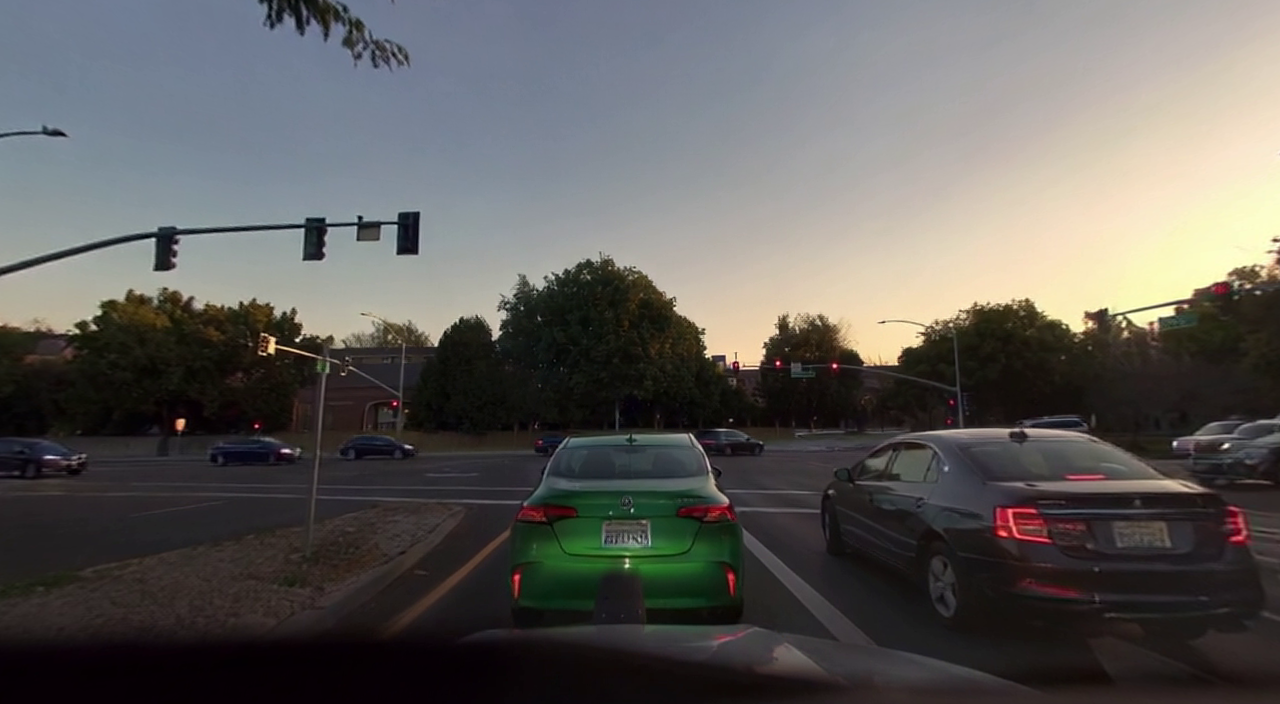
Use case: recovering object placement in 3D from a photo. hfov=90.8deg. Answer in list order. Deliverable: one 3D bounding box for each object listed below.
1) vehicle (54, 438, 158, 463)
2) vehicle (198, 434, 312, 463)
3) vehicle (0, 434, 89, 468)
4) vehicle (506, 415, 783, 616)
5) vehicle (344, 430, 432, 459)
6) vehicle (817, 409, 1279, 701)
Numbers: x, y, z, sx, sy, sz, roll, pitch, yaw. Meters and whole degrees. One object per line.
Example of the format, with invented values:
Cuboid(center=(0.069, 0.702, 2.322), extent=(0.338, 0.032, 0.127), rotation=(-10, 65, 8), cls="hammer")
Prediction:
Cuboid(center=(-32.456, 6.013, 38.469), extent=(4.828, 1.467, 1.963), rotation=(-1, -9, 7), cls="vehicle")
Cuboid(center=(-20.672, 5.206, 34.053), extent=(4.869, 1.502, 1.979), rotation=(0, -8, 3), cls="vehicle")
Cuboid(center=(-30.497, 4.927, 31.471), extent=(4.517, 1.637, 1.935), rotation=(-1, -9, 7), cls="vehicle")
Cuboid(center=(0.038, 1.516, 6.787), extent=(2.026, 1.458, 4.175), rotation=(0, -9, 0), cls="vehicle")
Cuboid(center=(-15.173, 5.605, 38.239), extent=(4.526, 1.649, 1.920), rotation=(1, -9, -5), cls="vehicle")
Cuboid(center=(3.096, 1.363, 5.478), extent=(1.861, 1.479, 4.371), rotation=(0, -8, 0), cls="vehicle")
